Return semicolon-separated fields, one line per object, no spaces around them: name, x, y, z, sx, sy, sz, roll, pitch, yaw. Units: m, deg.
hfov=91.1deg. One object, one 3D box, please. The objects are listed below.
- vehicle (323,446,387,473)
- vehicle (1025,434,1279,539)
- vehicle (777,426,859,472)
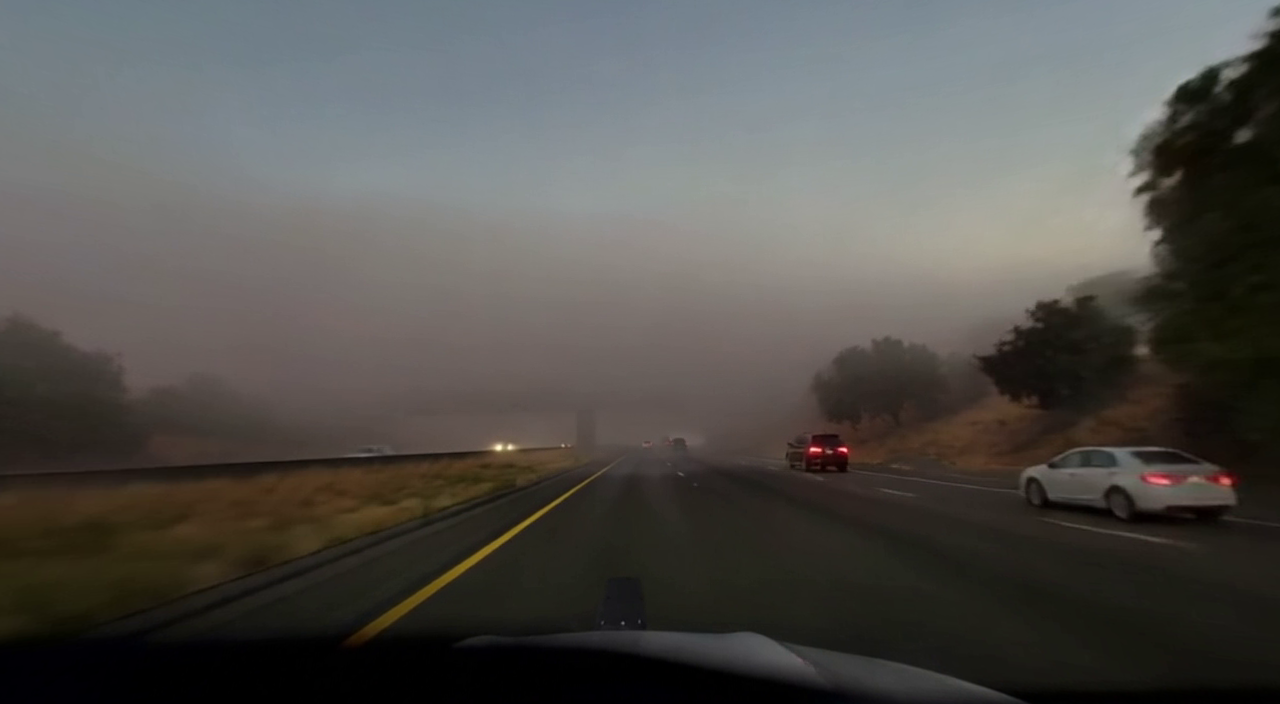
vehicle;-16.968;6.406;37.619;1.792;1.478;4.262;0;-8;0
vehicle;9.066;2.213;11.002;1.927;1.472;4.076;0;-9;-2
vehicle;8.678;4.809;31.234;2.362;2.037;5.409;0;-9;-1
